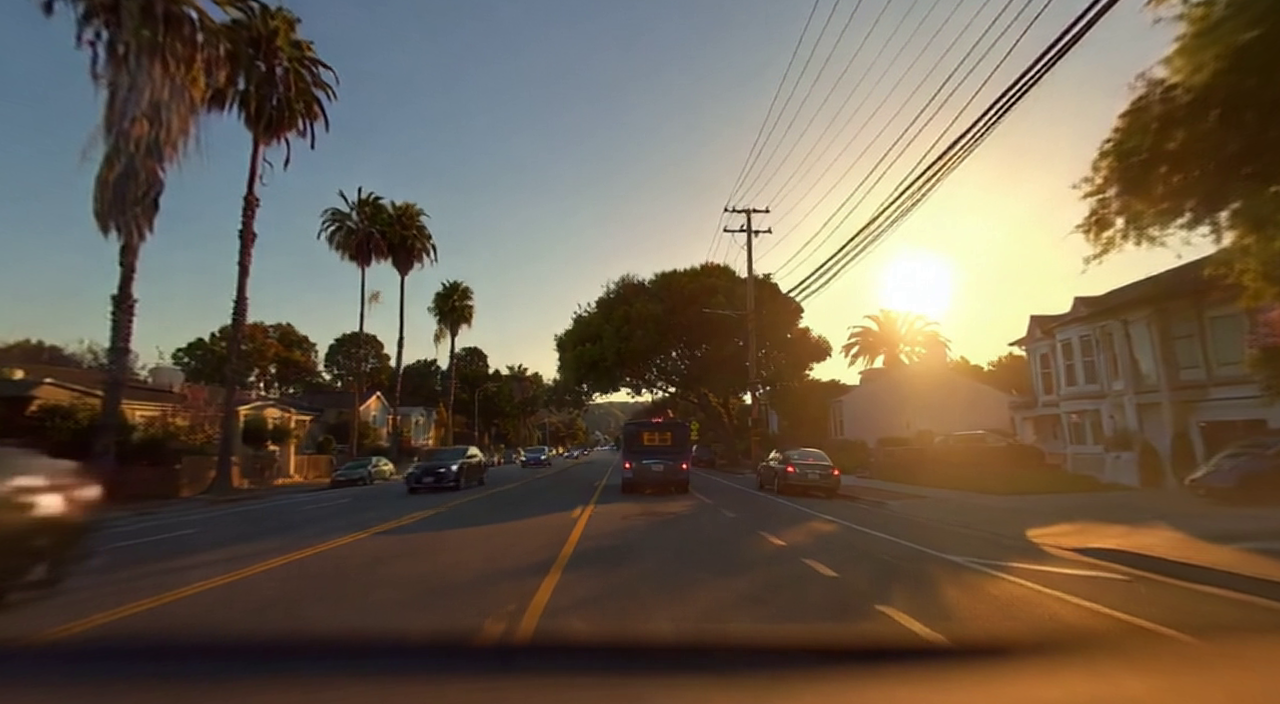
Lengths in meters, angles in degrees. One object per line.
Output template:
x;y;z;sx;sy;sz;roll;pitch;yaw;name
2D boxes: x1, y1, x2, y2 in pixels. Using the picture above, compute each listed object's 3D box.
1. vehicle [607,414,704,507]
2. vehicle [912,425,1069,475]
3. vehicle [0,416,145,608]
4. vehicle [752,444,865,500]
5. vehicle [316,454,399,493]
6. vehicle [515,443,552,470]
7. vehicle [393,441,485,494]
0.231;2.765;16.458;2.168;2.040;4.527;0;-8;-3;vehicle
13.677;3.813;24.840;4.749;1.699;2.311;-2;-6;0;vehicle
-6.706;1.357;5.058;1.948;1.706;4.407;0;-8;-2;vehicle
4.831;3.482;18.782;2.022;1.456;4.246;0;-8;-3;vehicle
-12.967;5.574;29.243;2.004;1.441;4.572;-3;-8;-3;vehicle
-7.454;7.333;44.396;1.993;1.737;4.353;0;-8;-2;vehicle
-6.933;3.986;22.243;1.965;1.653;4.251;0;-8;-2;vehicle
